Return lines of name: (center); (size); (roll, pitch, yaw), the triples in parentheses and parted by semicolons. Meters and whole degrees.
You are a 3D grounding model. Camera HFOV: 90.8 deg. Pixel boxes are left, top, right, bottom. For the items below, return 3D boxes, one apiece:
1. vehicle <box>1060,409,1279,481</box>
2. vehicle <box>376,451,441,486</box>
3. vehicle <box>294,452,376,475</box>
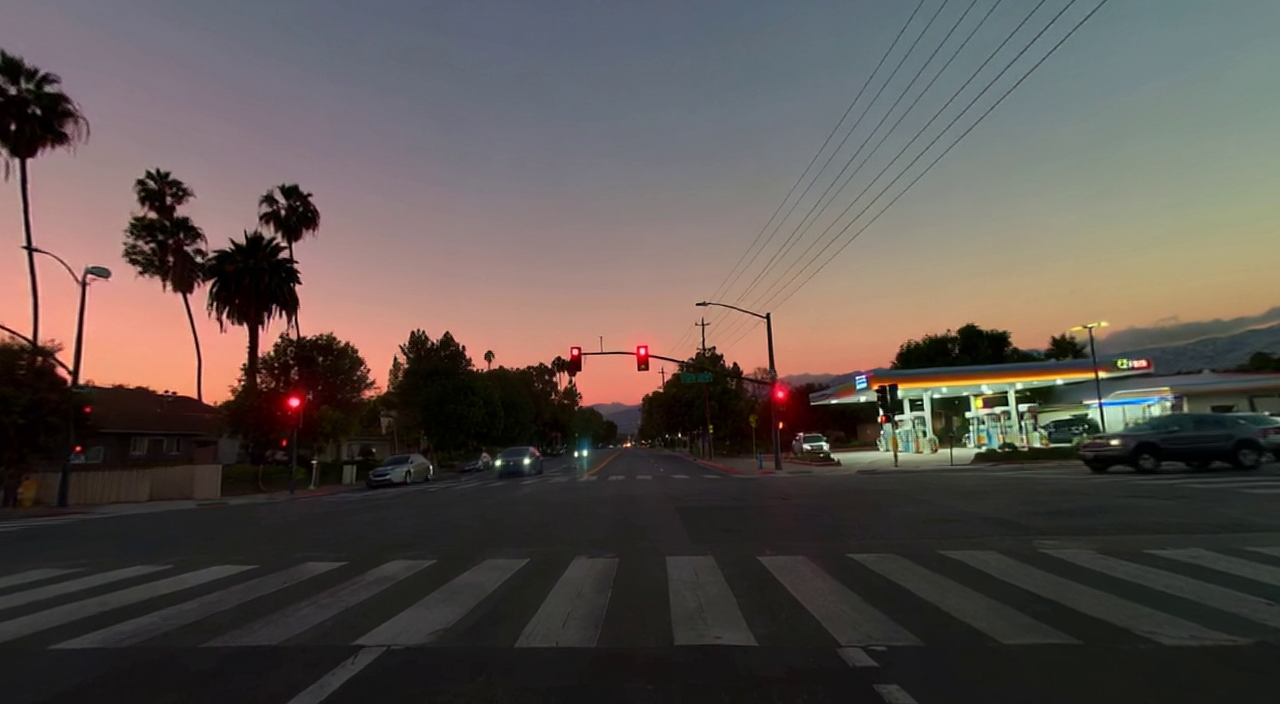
vehicle: (14.701, 2.527, 17.229); (5.086, 1.817, 1.952); (0, -9, -3)
vehicle: (-13.055, 6.556, 35.949); (2.009, 1.777, 4.559); (0, -9, -1)
vehicle: (-20.958, 7.680, 43.516); (4.672, 1.469, 1.816); (-1, -9, -2)
